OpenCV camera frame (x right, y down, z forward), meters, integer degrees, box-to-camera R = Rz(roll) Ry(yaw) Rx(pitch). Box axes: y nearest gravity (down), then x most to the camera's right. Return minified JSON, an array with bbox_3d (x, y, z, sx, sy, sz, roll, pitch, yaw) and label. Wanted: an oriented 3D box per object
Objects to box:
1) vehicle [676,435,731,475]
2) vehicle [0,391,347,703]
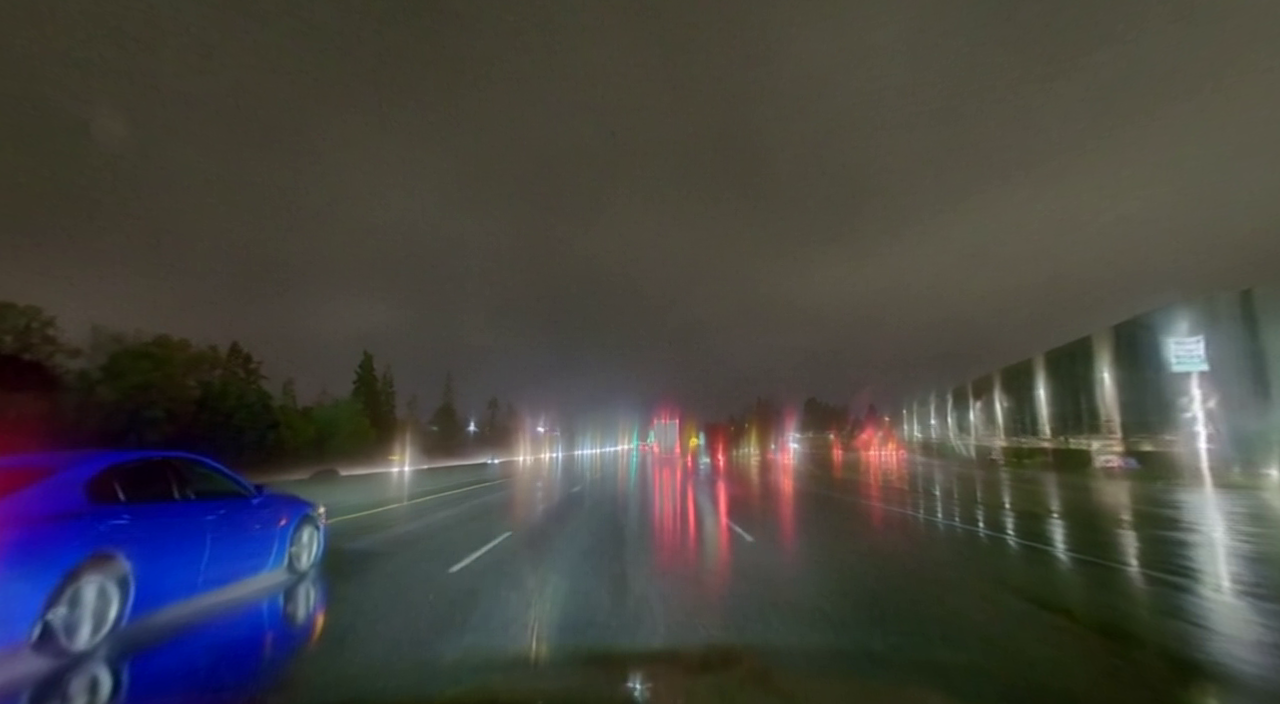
[{"bbox_3d":[2.938,4.902,30.194,2.065,1.760,4.488,0,-9,-1],"label":"vehicle"},{"bbox_3d":[-4.156,1.197,4.447,1.903,1.607,4.770,0,-8,0],"label":"vehicle"}]
